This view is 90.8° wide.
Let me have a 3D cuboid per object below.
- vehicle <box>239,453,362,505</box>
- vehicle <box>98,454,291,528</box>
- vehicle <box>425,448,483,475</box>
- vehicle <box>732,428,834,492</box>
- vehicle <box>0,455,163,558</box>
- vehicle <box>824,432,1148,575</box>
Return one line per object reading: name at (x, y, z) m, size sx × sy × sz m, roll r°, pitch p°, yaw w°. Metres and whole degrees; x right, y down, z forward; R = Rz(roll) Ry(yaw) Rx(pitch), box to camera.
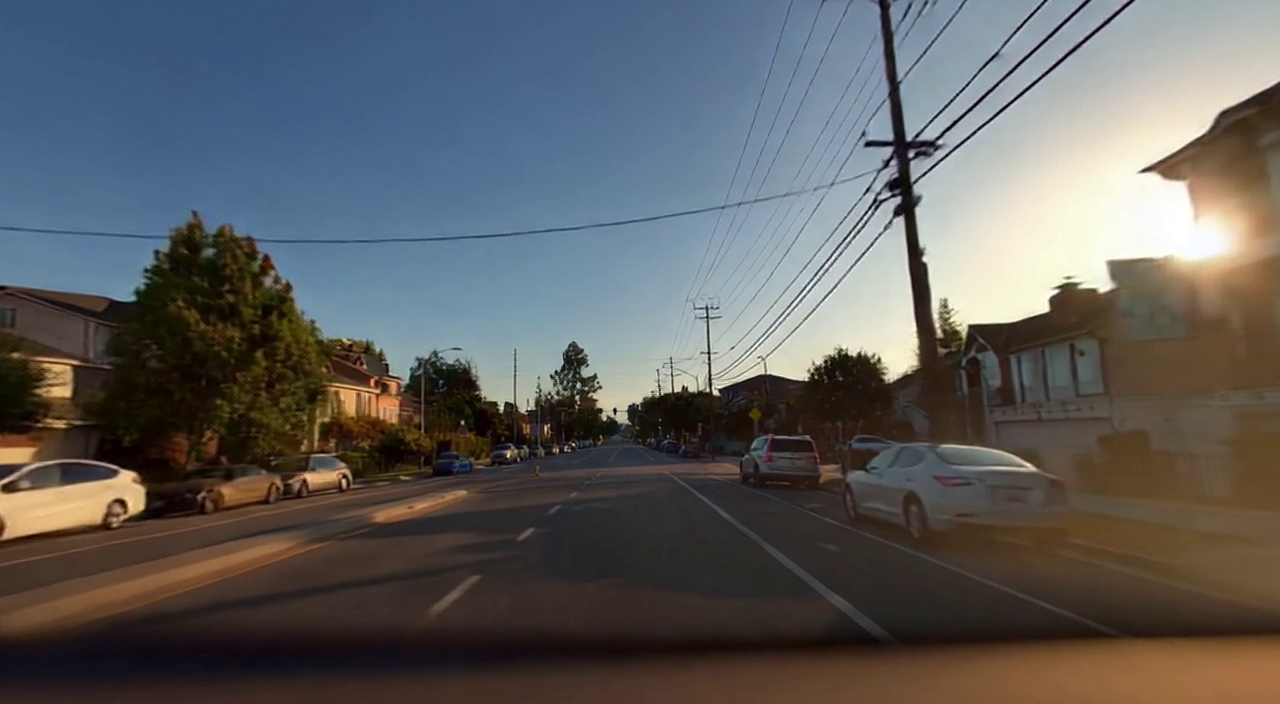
vehicle at (-11.209, 4.190, 21.250) m, size 1.778 × 1.470 × 4.217 m, roll 0°, pitch -8°, yaw 0°
vehicle at (-11.013, 3.406, 16.131) m, size 1.804 × 1.513 × 4.450 m, roll 0°, pitch -8°, yaw -2°
vehicle at (-11.416, 6.740, 39.081) m, size 1.970 × 1.523 × 4.702 m, roll 0°, pitch -8°, yaw 2°
vehicle at (4.403, 3.403, 20.204) m, size 2.126 × 1.802 × 4.259 m, roll 0°, pitch -8°, yaw -2°
vehicle at (-10.978, 2.595, 10.901) m, size 1.955 × 1.522 × 4.759 m, roll 0°, pitch -8°, yaw -3°
vehicle at (4.275, 1.913, 8.883) m, size 1.989 × 1.471 × 4.460 m, roll 0°, pitch -8°, yaw -1°
